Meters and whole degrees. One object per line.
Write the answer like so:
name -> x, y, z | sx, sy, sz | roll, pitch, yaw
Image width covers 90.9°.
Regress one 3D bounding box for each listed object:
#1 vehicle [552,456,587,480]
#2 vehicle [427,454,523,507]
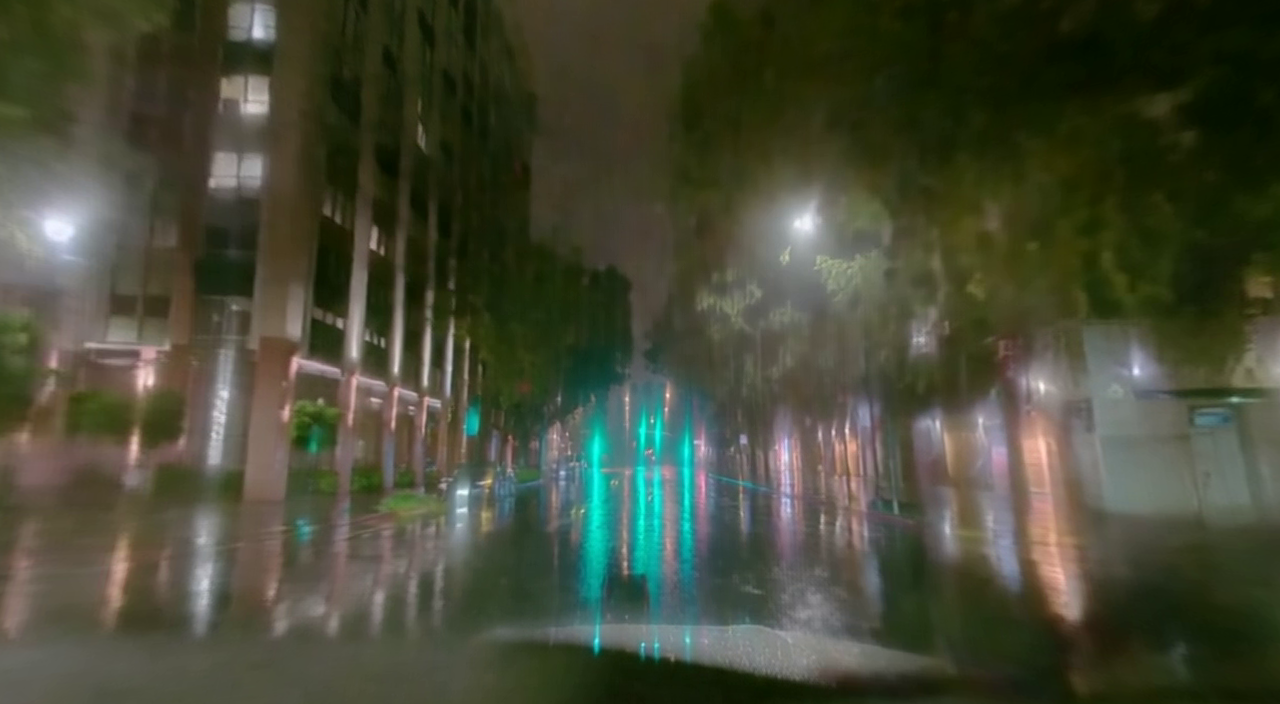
vehicle -> -5.465, 9.047, 49.533 | 2.147, 1.701, 4.879 | 0, -9, 1
vehicle -> -5.807, 4.565, 22.858 | 2.223, 1.658, 4.621 | 0, -9, 0
